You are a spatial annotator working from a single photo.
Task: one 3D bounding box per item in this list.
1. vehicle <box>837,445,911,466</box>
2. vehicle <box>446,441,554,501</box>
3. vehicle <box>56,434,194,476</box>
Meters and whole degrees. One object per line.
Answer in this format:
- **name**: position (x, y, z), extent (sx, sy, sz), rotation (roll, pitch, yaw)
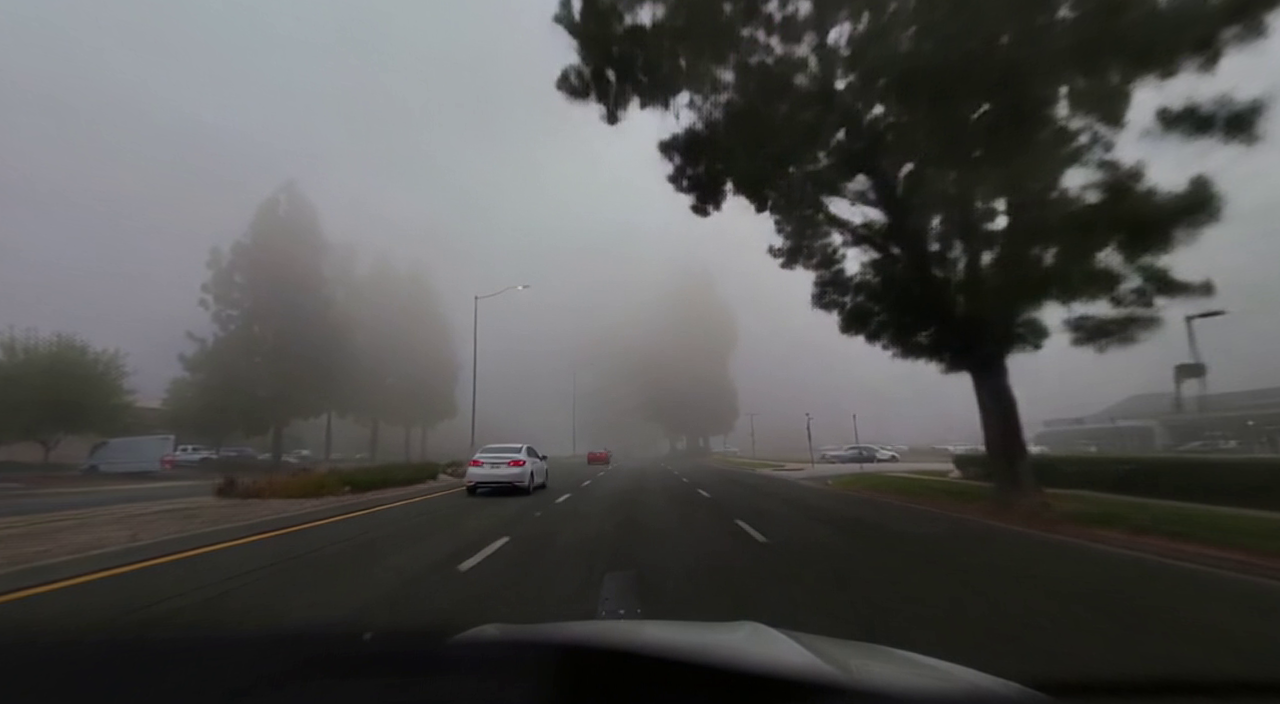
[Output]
- **vehicle**: position (16.163, 7.181, 43.795), extent (4.341, 1.412, 2.035), rotation (0, -9, -2)
- **vehicle**: position (-3.739, 3.258, 17.762), extent (2.003, 1.454, 4.484), rotation (0, -9, 0)
- **vehicle**: position (-34.205, 6.870, 42.125), extent (6.915, 2.687, 2.367), rotation (0, -9, -1)
